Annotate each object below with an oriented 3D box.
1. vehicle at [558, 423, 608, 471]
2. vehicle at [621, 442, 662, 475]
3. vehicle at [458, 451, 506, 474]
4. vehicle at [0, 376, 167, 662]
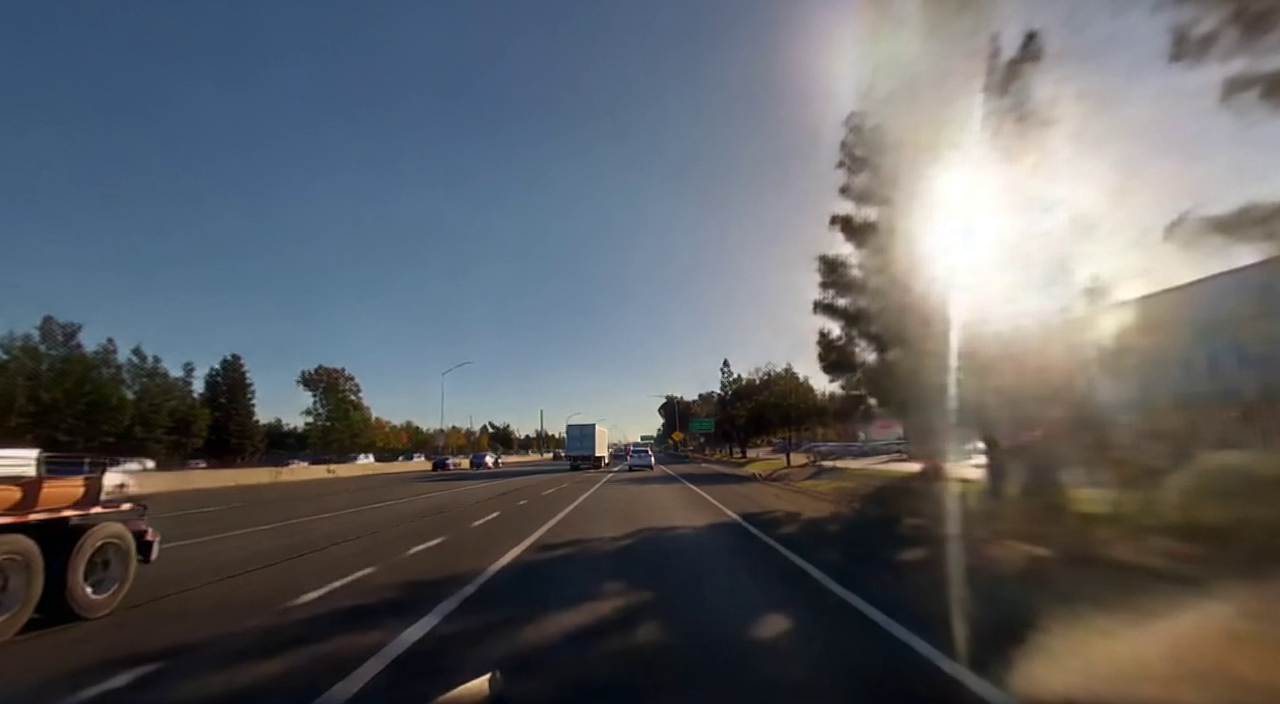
[{"bbox_3d":[-4.285,7.426,49.471,2.796,3.426,8.553,0,-8,2],"label":"vehicle"},{"bbox_3d":[0.111,6.282,37.432,2.227,1.794,4.646,0,-8,1],"label":"vehicle"},{"bbox_3d":[-11.004,7.750,44.349,1.928,1.480,4.823,0,-8,2],"label":"vehicle"},{"bbox_3d":[-5.187,0.910,2.997,2.200,1.793,4.586,0,-8,2],"label":"vehicle"}]
